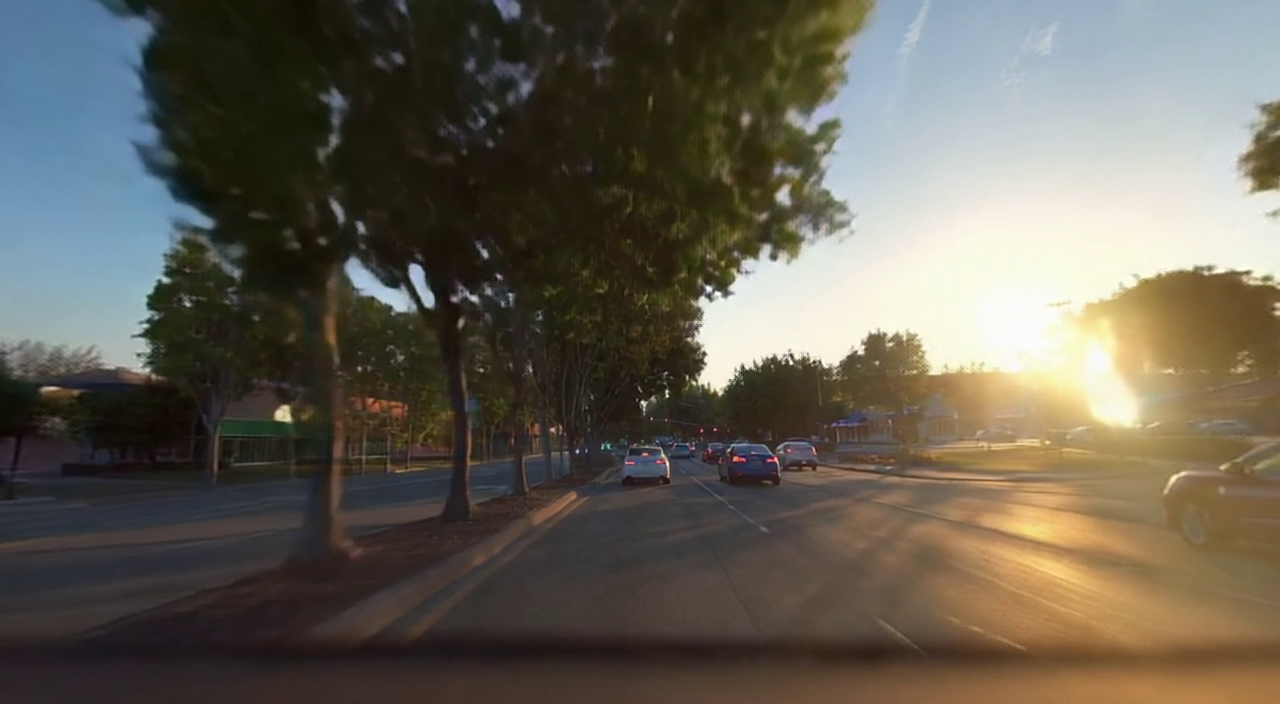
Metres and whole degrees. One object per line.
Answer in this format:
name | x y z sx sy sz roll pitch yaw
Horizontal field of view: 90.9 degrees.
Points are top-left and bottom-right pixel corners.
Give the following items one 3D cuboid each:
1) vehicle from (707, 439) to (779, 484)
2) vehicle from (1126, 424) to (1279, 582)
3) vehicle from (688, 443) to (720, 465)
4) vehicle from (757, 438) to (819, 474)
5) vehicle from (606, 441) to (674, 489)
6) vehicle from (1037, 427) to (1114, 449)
vehicle | 3.775 4.084 23.796 1.988 1.528 4.144 0 -8 0
vehicle | 7.136 1.413 5.768 1.892 1.515 4.400 0 -8 1
vehicle | 4.503 7.215 44.925 1.862 1.457 4.204 0 -8 0
vehicle | 7.461 5.270 32.263 2.044 1.701 4.397 0 -8 -1
vehicle | 0.005 3.767 21.370 2.096 1.473 3.893 0 -8 0
vehicle | 33.813 6.665 48.967 4.462 1.628 1.921 -1 -8 2
